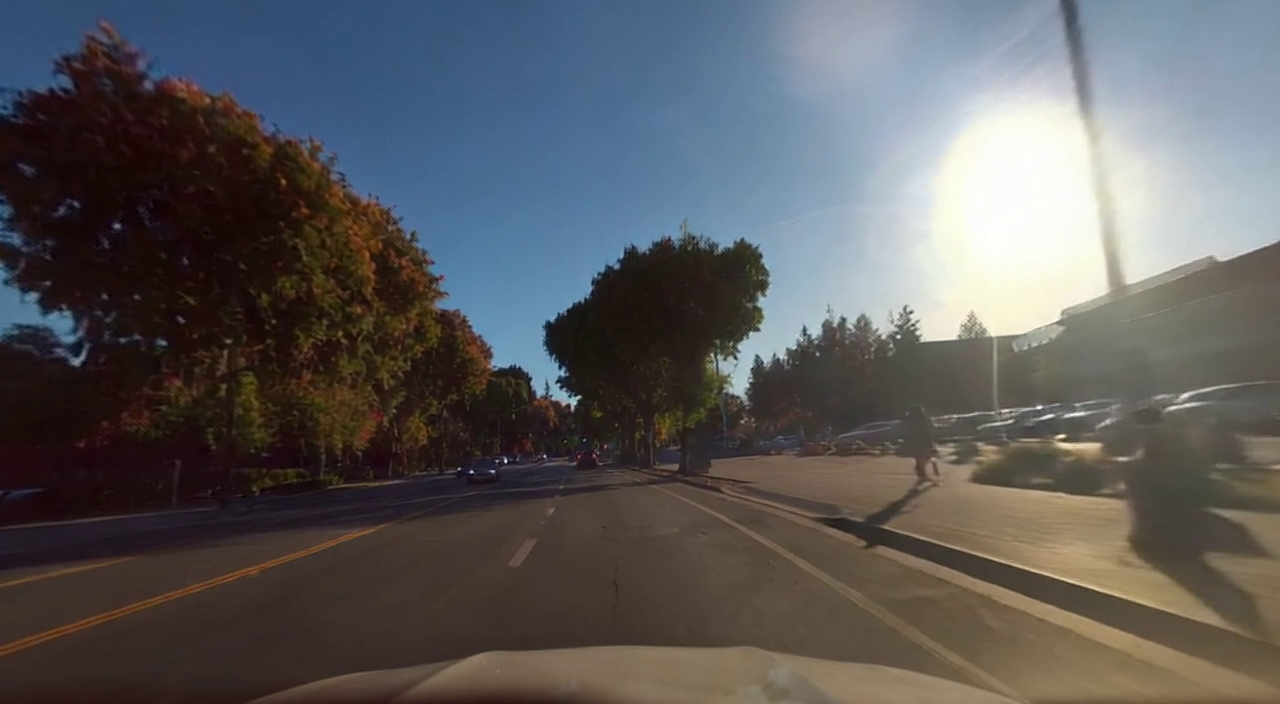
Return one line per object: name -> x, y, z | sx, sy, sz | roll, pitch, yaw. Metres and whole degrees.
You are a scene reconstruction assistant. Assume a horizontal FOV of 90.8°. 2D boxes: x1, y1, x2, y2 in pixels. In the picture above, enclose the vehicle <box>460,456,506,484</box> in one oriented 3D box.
vehicle -> -9.371, 7.062, 38.034 | 2.033, 1.511, 4.247 | 1, -9, -6
